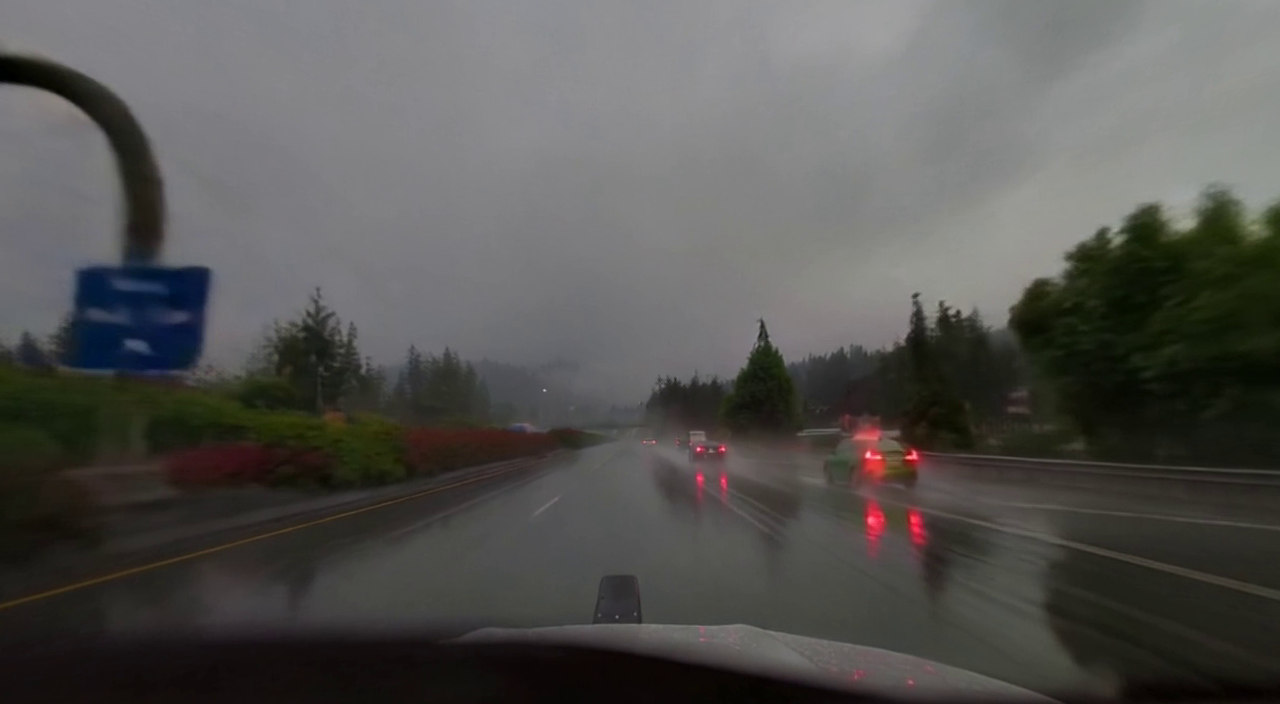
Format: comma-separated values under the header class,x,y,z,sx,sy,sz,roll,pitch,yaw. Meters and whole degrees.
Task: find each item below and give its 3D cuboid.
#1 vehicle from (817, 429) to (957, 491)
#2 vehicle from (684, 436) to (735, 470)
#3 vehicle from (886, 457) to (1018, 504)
class,x,y,z,sx,sy,sz,roll,pitch,yaw
vehicle,6.908,3.053,18.345,2.003,1.522,4.940,0,-8,-1
vehicle,3.187,4.690,29.623,1.819,1.468,3.770,0,-8,-2
vehicle,7.017,2.893,14.449,1.535,0.862,2.814,0,-8,-2
